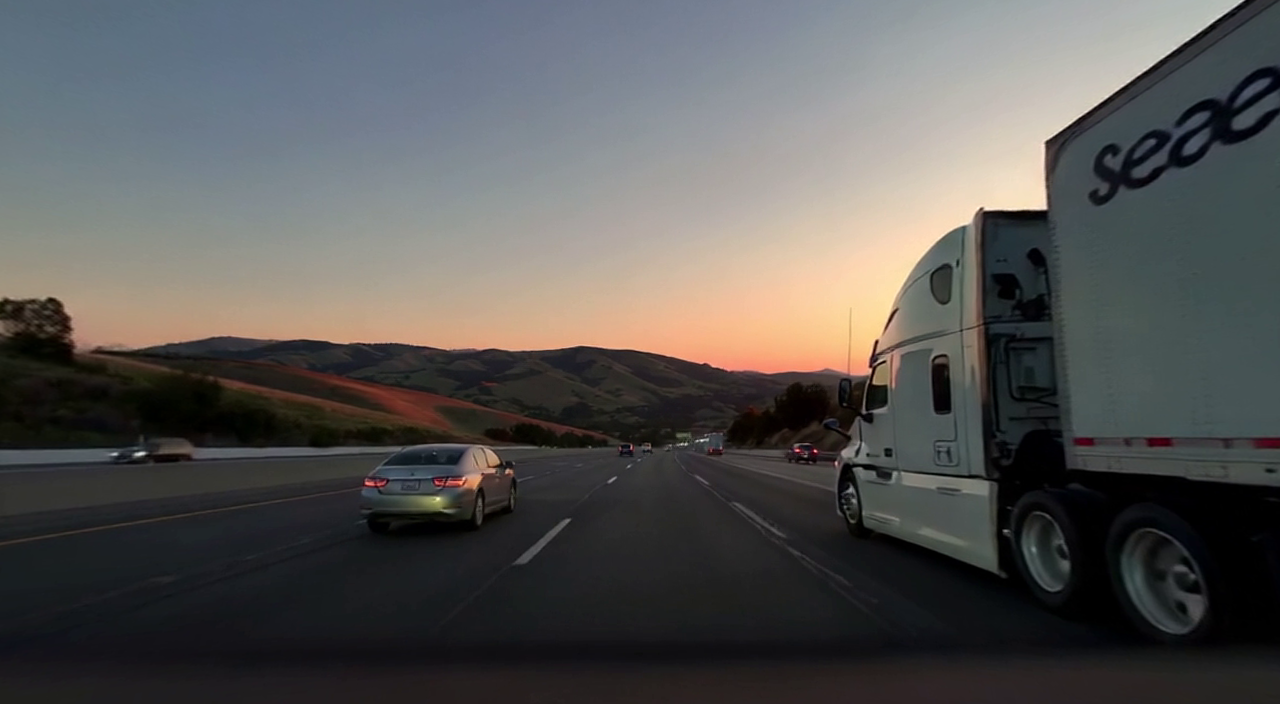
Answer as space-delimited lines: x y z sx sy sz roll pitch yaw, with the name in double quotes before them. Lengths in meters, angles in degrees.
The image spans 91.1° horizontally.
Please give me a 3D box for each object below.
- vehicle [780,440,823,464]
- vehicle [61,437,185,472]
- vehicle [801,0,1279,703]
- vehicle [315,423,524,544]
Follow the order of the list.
"vehicle" 12.199 7.586 47.783 2.062 1.736 4.589 0 -8 0
"vehicle" -29.144 5.797 35.729 2.201 1.802 5.532 0 -8 2
"vehicle" 4.082 0.177 5.494 3.277 3.871 7.882 0 -8 1
"vehicle" -3.341 2.068 10.473 1.967 1.615 3.886 0 -8 2
